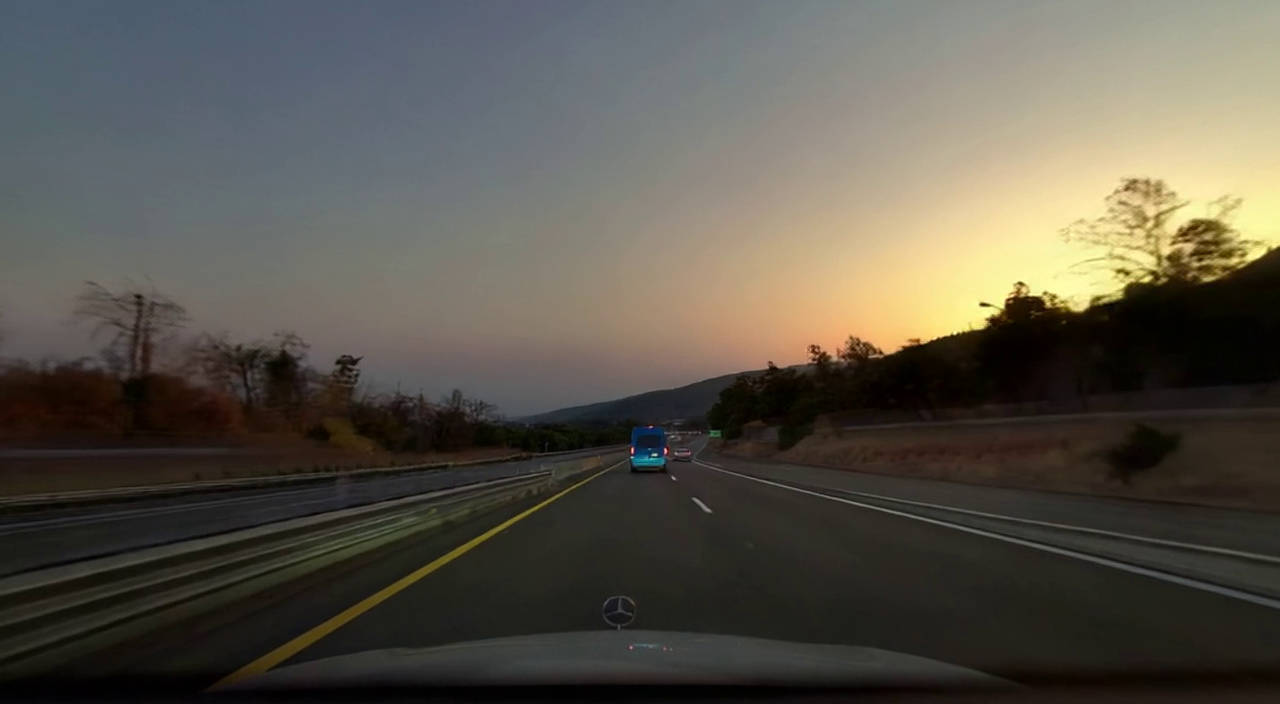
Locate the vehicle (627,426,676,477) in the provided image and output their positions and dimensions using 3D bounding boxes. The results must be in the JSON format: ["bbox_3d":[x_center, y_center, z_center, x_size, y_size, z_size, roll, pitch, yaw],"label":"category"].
[{"bbox_3d":[0.639,5.623,35.524,2.560,2.598,5.581,-1,-9,1],"label":"vehicle"}]
